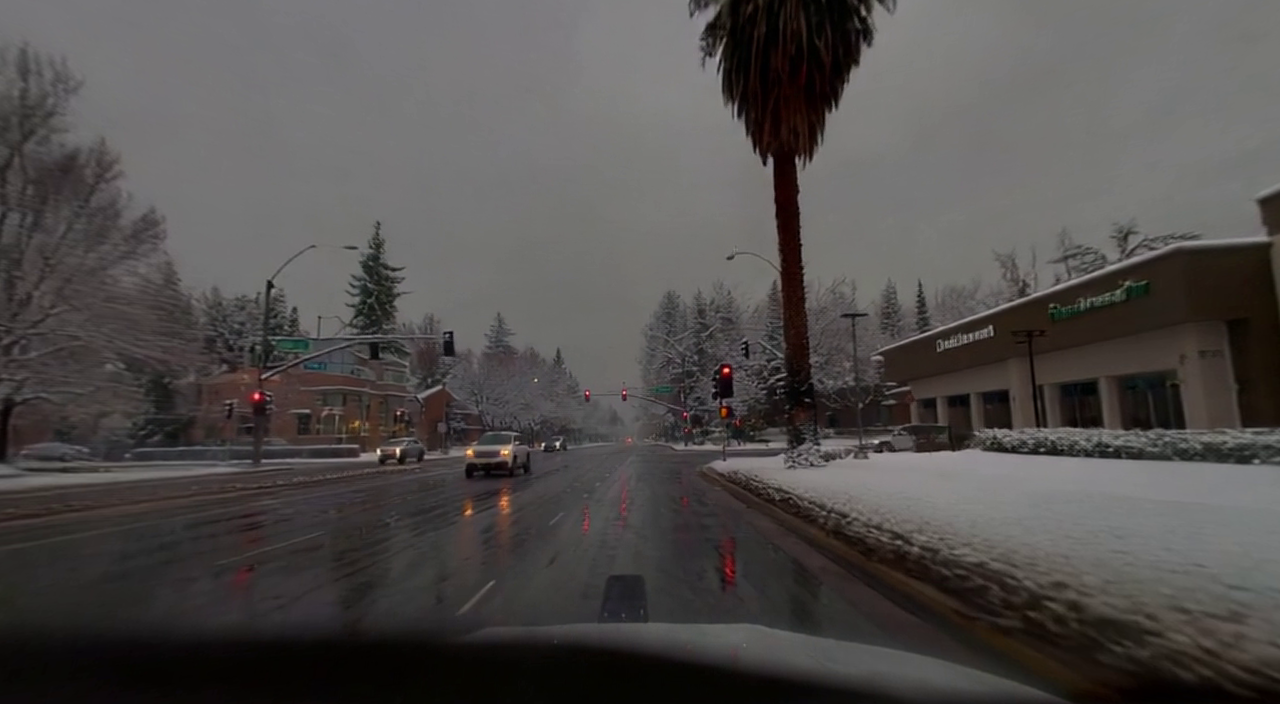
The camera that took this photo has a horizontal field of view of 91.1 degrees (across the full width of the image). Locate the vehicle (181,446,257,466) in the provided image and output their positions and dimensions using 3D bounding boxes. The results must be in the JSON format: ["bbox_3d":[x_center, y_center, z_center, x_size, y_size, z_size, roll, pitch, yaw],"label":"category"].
[{"bbox_3d":[-32.530,8.050,48.565,4.421,1.482,1.927,0,-8,0],"label":"vehicle"}]

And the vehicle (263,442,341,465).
[{"bbox_3d":[-25.847,7.761,48.146,4.664,1.735,2.178,0,-8,1],"label":"vehicle"}]

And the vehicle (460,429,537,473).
[{"bbox_3d":[-6.022,4.303,27.405,2.121,1.731,4.707,0,-8,2],"label":"vehicle"}]

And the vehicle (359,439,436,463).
[{"bbox_3d":[-18.615,7.619,48.338,4.983,1.823,2.078,0,-8,1],"label":"vehicle"}]
